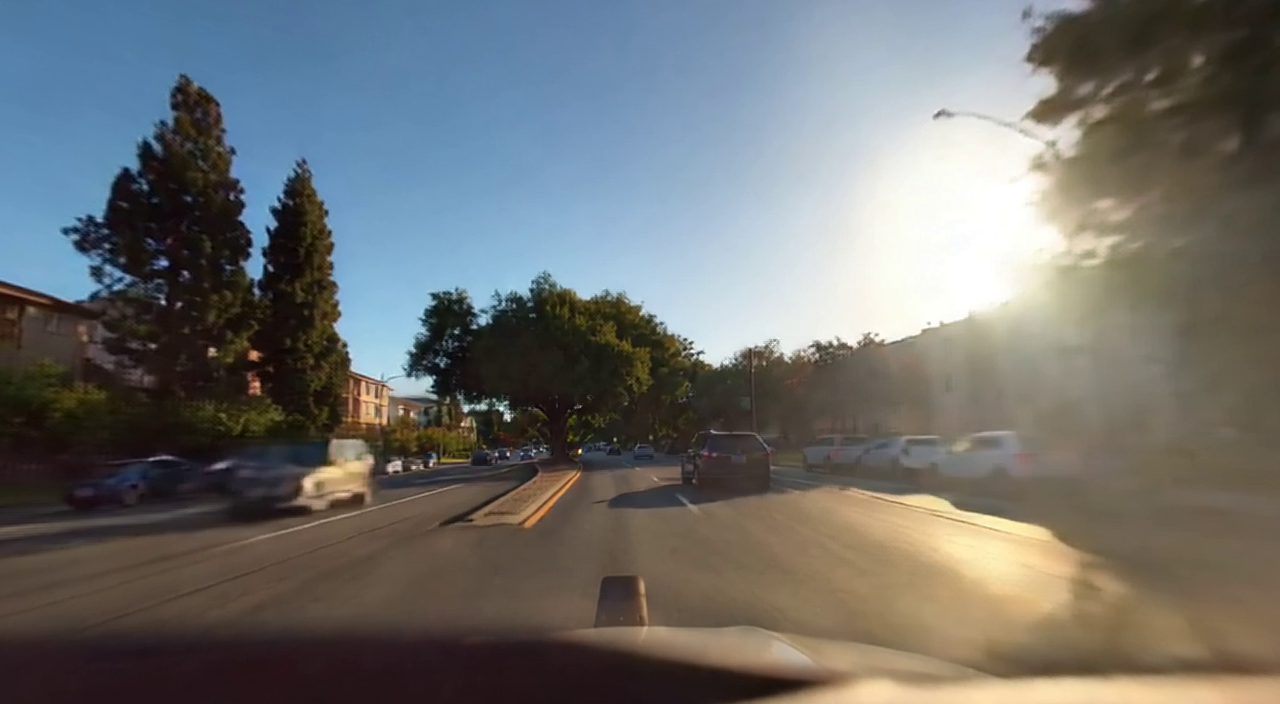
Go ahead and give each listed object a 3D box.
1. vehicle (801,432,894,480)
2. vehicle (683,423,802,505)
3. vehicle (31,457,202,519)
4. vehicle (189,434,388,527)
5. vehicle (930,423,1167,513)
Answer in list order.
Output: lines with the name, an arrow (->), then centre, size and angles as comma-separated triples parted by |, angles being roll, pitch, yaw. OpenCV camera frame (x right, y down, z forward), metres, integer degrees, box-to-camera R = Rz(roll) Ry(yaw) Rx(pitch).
vehicle -> 8.873, 4.467, 27.516 | 2.052, 1.853, 4.886 | 0, -8, -4
vehicle -> 2.429, 2.816, 16.324 | 2.085, 1.763, 4.490 | -1, -8, -3
vehicle -> -18.081, 4.666, 22.215 | 2.145, 1.764, 4.653 | -1, -8, -2
vehicle -> -8.202, 2.994, 15.464 | 2.233, 1.850, 4.801 | -1, -8, -2
vehicle -> 9.340, 2.676, 15.153 | 2.186, 1.750, 4.805 | 0, -8, -4
